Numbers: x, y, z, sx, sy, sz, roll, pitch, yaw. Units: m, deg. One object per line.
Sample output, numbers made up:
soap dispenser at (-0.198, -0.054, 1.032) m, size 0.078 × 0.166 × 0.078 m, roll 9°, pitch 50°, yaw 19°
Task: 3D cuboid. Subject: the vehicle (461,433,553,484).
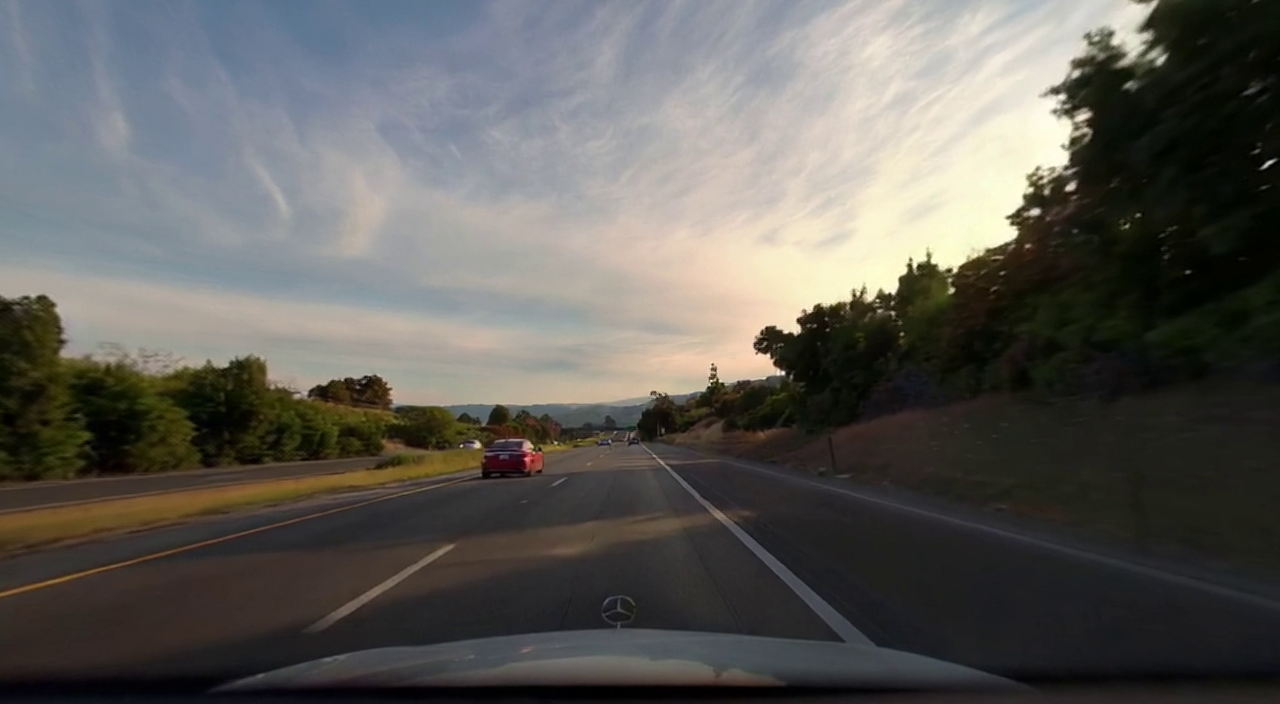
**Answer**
vehicle at (-4.251, 3.452, 20.881) m, size 2.063 × 1.496 × 4.225 m, roll 0°, pitch -8°, yaw 1°
